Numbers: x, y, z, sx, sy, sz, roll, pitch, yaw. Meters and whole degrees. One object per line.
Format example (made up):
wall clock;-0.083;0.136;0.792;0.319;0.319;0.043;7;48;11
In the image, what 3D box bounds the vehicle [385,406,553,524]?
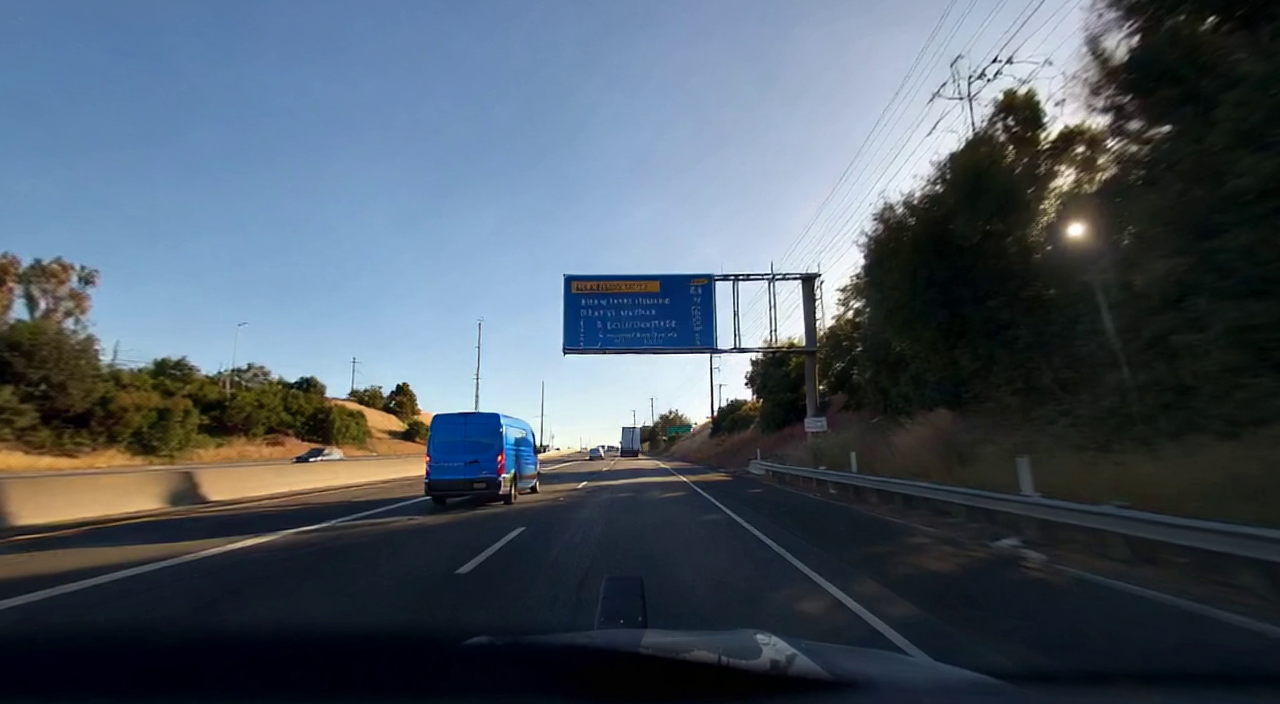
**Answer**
vehicle;-3.305;2.345;13.528;2.197;2.011;5.130;0;-9;-1
